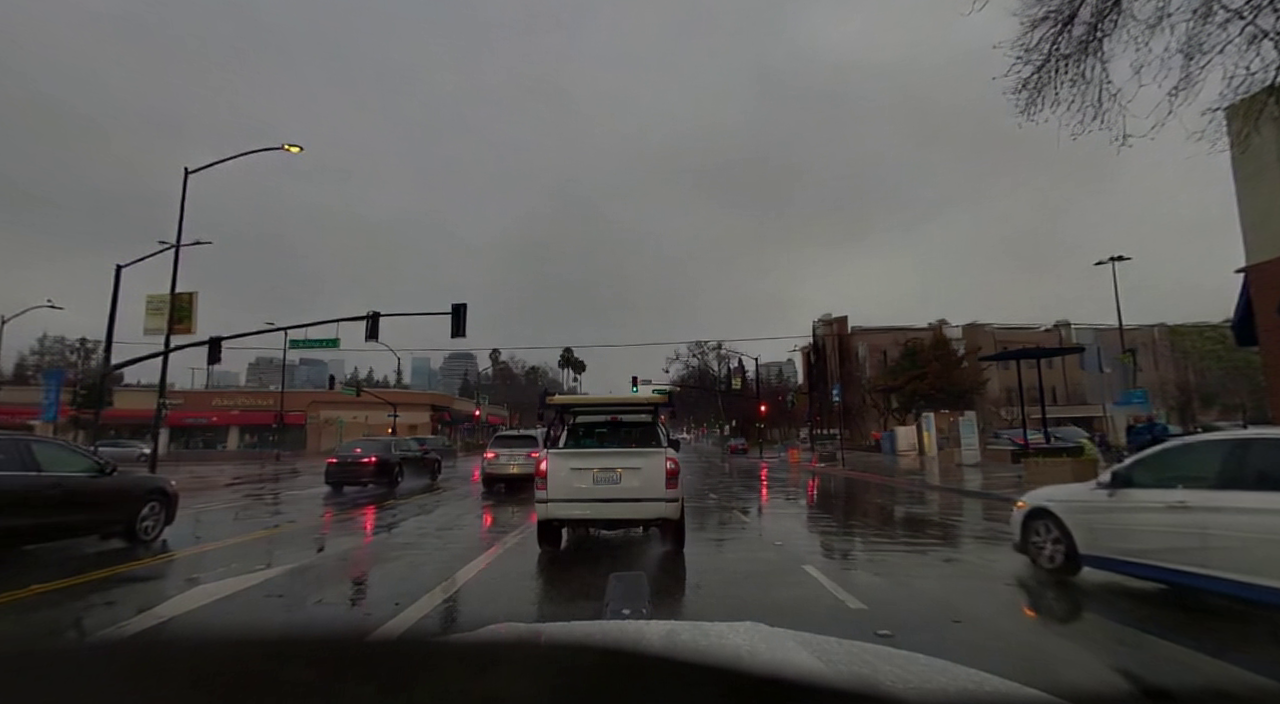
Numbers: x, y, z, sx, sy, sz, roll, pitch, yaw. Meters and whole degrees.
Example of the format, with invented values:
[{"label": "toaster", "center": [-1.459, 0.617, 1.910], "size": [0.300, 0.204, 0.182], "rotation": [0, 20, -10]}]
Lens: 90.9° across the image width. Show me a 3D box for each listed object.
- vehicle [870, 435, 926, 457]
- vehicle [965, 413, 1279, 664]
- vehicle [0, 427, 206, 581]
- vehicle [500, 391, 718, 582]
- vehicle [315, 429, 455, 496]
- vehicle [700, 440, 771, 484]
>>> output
[{"label": "vehicle", "center": [20.095, 7.332, 49.035], "size": [4.361, 1.653, 2.034], "rotation": [6, -11, -37]}, {"label": "vehicle", "center": [4.804, 1.162, 4.070], "size": [1.957, 1.490, 4.718], "rotation": [3, -9, -18]}, {"label": "vehicle", "center": [-6.995, 1.530, 6.574], "size": [1.831, 1.451, 4.382], "rotation": [0, -8, -1]}, {"label": "vehicle", "center": [-0.312, 1.599, 8.238], "size": [2.064, 1.817, 4.298], "rotation": [0, -8, -1]}, {"label": "vehicle", "center": [-7.037, 3.096, 17.998], "size": [1.941, 1.655, 4.503], "rotation": [0, -8, 2]}, {"label": "vehicle", "center": [3.429, 4.046, 23.512], "size": [2.023, 1.441, 4.240], "rotation": [0, -8, 1]}]
